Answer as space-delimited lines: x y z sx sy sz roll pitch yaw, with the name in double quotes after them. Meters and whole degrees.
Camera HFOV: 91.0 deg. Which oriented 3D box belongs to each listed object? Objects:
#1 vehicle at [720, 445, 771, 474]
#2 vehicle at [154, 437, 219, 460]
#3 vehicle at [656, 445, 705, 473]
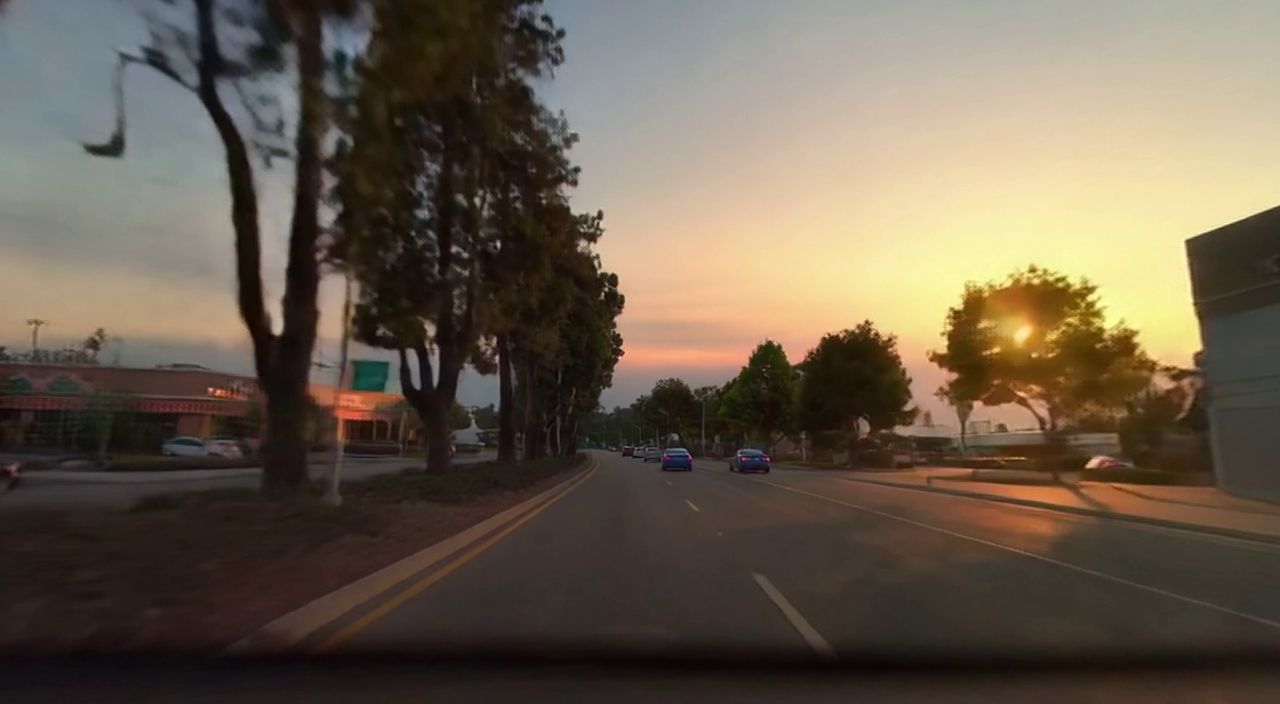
5.770 5.903 34.796 1.886 1.528 4.169 1 -9 -3 "vehicle"
-31.190 6.655 43.445 1.752 1.458 3.987 1 -9 -5 "vehicle"
2.170 5.937 35.156 2.256 1.451 4.313 1 -9 -3 "vehicle"
